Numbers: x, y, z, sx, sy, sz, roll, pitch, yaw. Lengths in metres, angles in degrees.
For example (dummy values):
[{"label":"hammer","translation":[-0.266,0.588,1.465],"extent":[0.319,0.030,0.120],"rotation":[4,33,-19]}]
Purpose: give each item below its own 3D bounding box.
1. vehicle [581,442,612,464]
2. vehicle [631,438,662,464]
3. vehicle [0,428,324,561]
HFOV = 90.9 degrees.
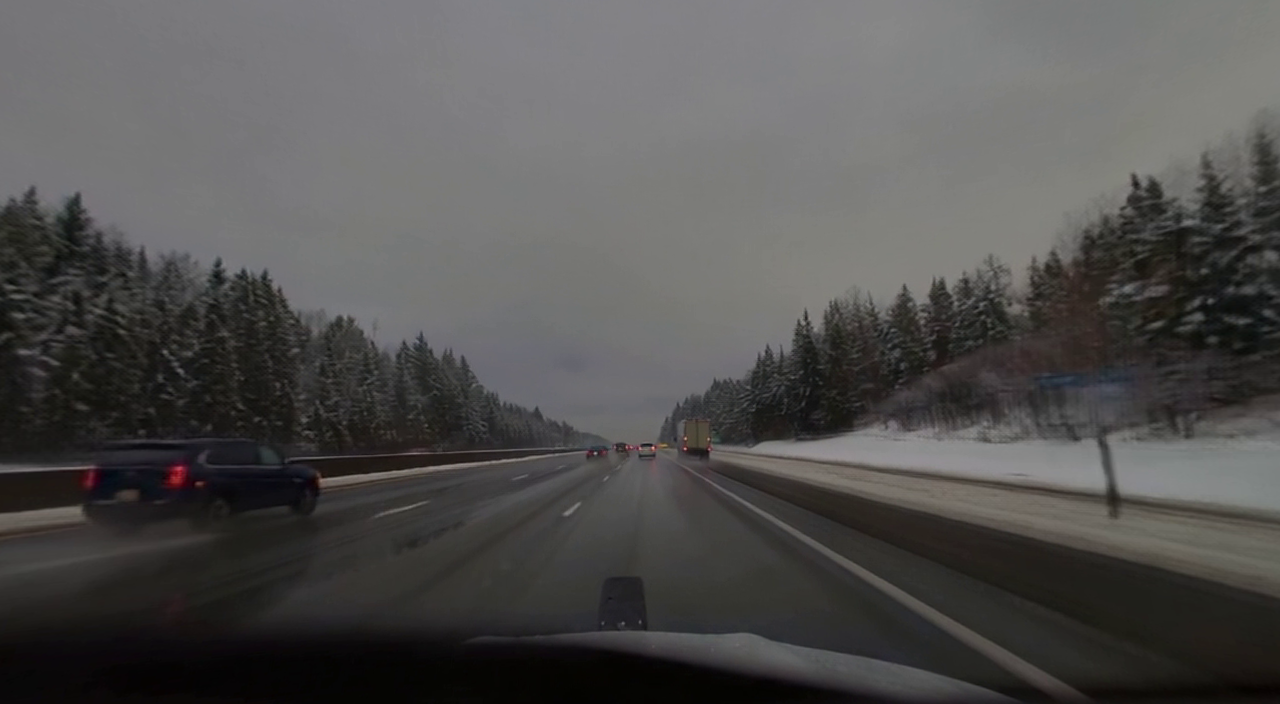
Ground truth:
[{"label":"vehicle","translation":[-3.240,7.561,47.380],"extent":[2.025,1.571,3.662],"rotation":[0,-9,1]},{"label":"vehicle","translation":[0.480,7.394,47.186],"extent":[2.212,1.807,4.372],"rotation":[0,-9,0]},{"label":"vehicle","translation":[-7.106,2.014,9.689],"extent":[1.947,1.513,4.751],"rotation":[-1,-9,1]}]
